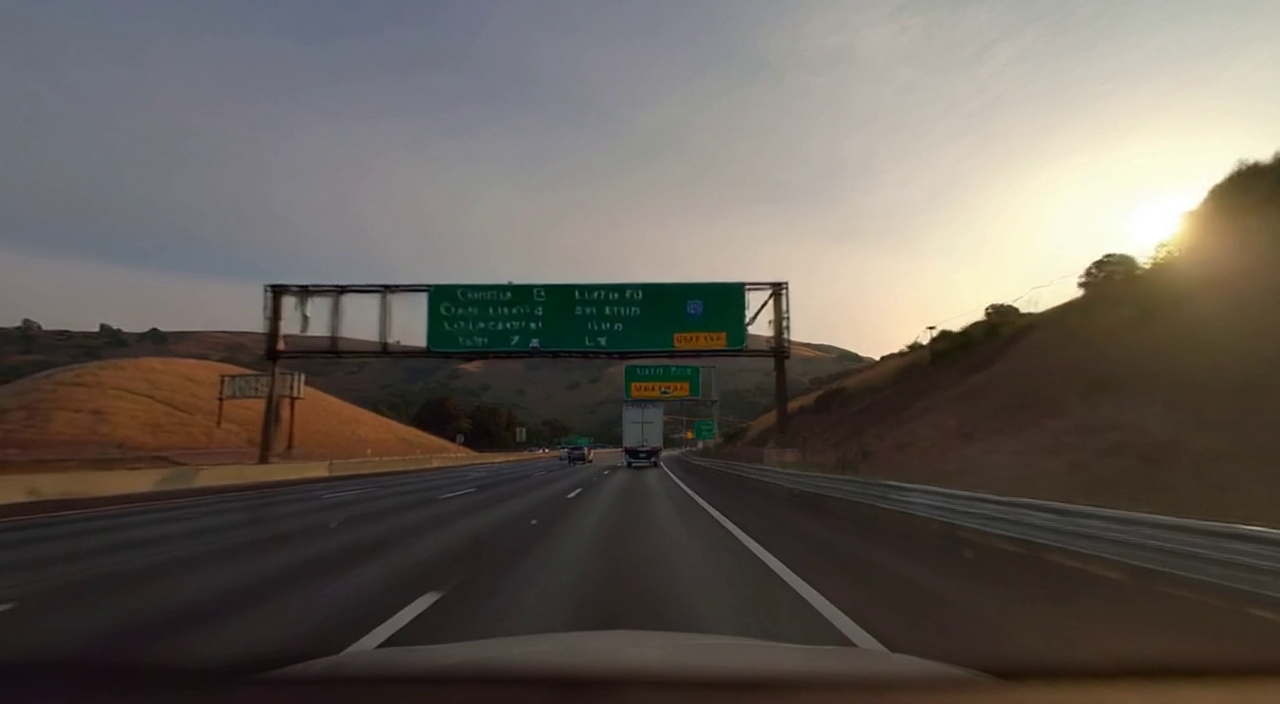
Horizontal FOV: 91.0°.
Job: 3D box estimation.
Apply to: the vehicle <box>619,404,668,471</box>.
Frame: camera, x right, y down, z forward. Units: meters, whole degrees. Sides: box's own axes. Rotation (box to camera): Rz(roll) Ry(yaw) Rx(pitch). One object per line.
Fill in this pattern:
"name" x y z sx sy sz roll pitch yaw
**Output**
"vehicle" 0.324 6.195 45.183 3.039 4.131 11.822 -1 -9 1
